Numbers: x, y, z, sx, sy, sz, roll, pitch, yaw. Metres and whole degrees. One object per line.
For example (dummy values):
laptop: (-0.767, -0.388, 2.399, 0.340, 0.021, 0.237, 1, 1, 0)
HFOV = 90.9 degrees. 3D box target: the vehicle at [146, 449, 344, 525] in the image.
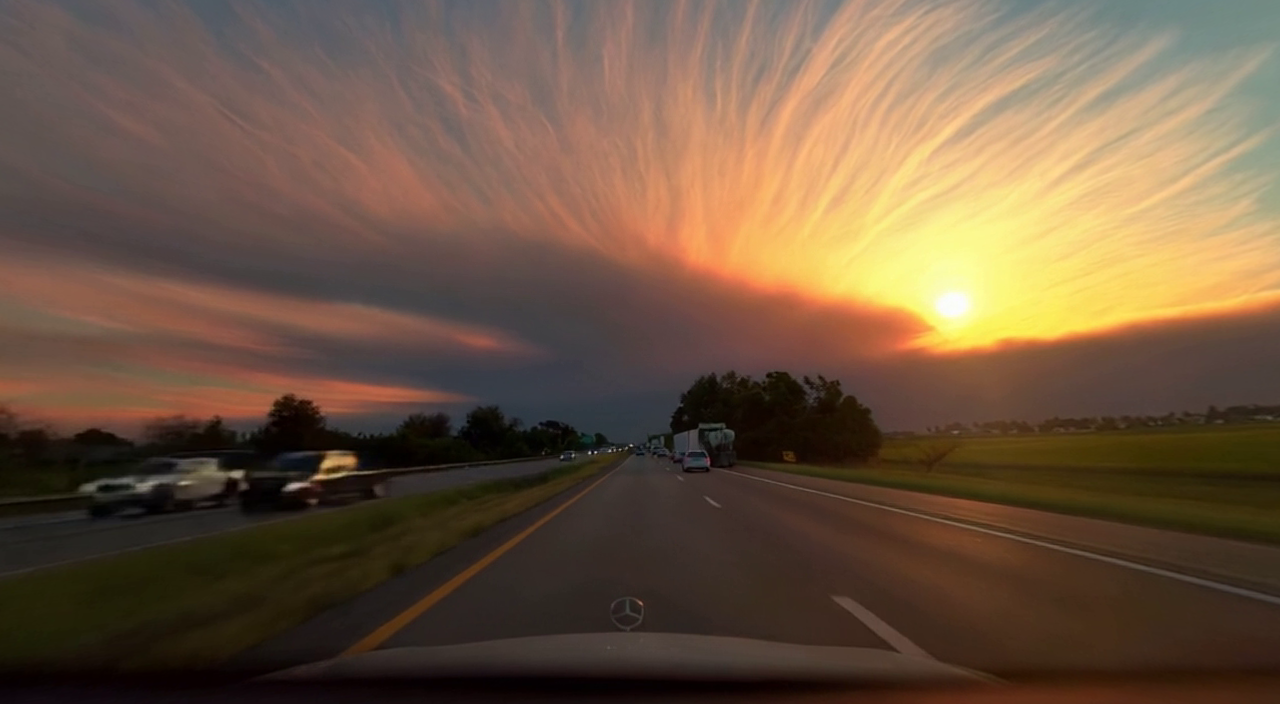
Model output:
vehicle: (-9.101, 3.103, 15.067, 1.989, 1.540, 4.178, 0, -9, 0)

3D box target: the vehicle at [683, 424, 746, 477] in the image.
vehicle: (3.854, 5.269, 33.832, 2.472, 2.562, 5.594, 0, -9, -2)

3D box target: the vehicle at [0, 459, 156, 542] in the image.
vehicle: (-12.573, 2.989, 13.114, 1.841, 1.447, 3.943, 0, -9, 0)
